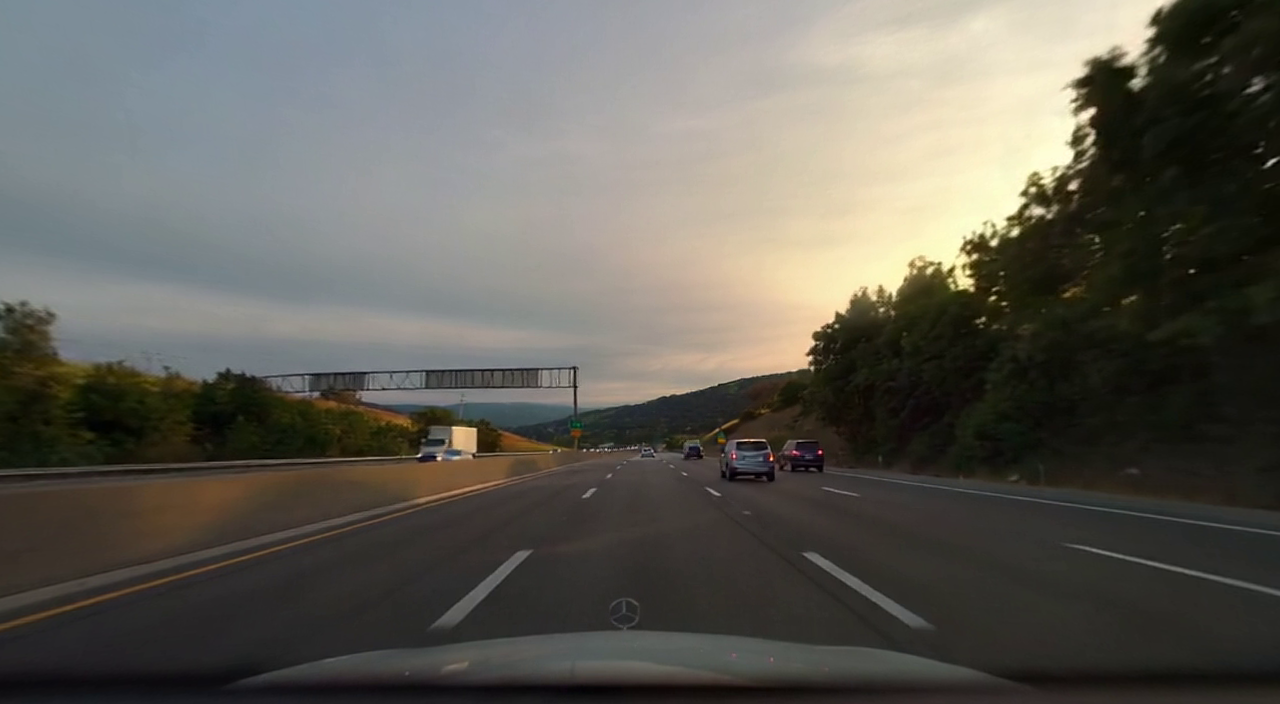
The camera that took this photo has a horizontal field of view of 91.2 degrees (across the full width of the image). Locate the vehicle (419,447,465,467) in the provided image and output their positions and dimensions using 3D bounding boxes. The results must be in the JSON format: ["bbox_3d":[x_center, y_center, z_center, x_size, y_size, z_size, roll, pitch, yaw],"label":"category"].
[{"bbox_3d":[-14.365,7.661,45.728,1.837,1.381,4.562,0,-9,0],"label":"vehicle"}]

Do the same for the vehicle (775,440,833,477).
[{"bbox_3d":[8.460,5.514,32.650,1.898,1.798,3.805,0,-9,-1],"label":"vehicle"}]

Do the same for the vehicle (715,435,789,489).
[{"bbox_3d":[3.906,3.938,22.623,1.784,1.733,4.141,0,-9,-1],"label":"vehicle"}]
